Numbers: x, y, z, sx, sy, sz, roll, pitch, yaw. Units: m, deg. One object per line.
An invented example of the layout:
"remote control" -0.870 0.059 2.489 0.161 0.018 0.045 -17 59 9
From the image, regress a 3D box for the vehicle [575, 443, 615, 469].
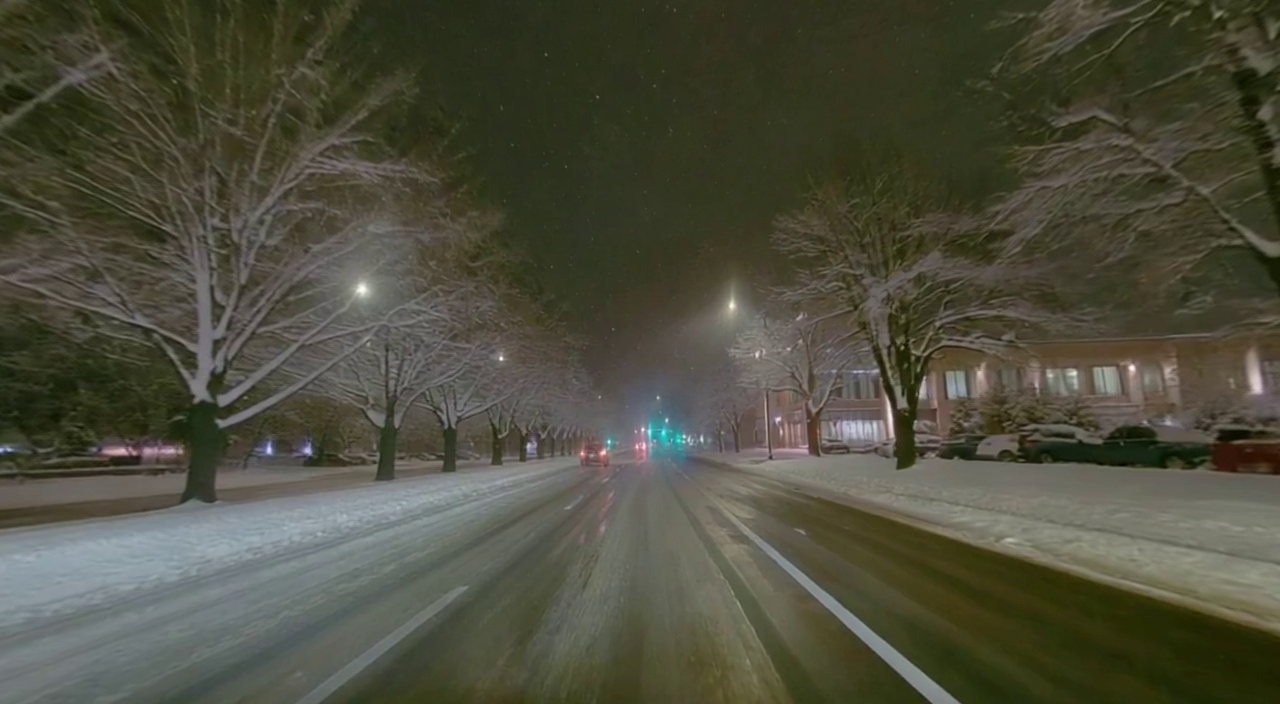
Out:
"vehicle" -2.700 6.422 39.118 2.082 1.460 4.442 0 -8 1

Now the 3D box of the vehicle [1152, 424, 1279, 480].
"vehicle" 17.311 2.770 17.583 4.271 1.436 2.001 0 -8 0
